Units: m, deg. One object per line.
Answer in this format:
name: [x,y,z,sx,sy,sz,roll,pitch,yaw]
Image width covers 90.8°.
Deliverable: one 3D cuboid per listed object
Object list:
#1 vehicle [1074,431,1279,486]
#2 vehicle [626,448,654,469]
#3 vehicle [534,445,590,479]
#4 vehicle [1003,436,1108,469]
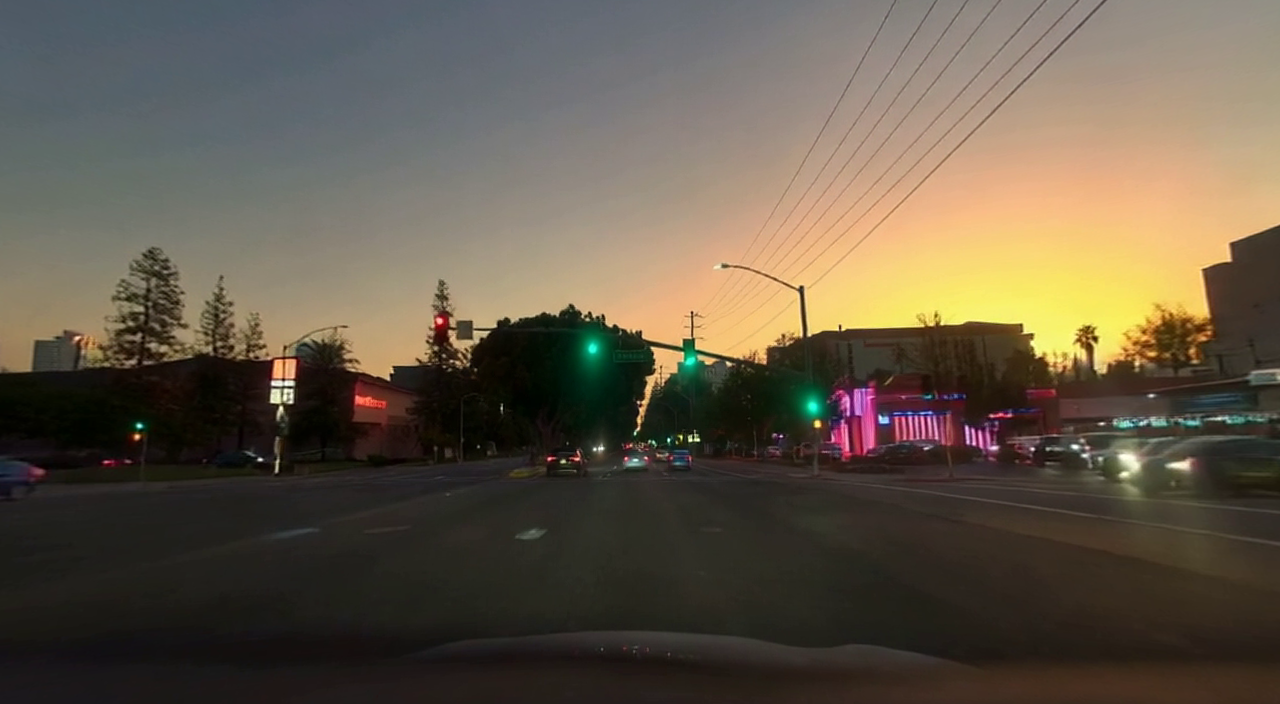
vehicle: [16.567,3.238,19.351,4.810,1.529,2.142,-2,-9,9]
vehicle: [-0.038,8.022,47.712,2.072,1.473,4.139,0,-9,-1]
vehicle: [-3.736,5.388,31.288,2.035,1.564,4.702,-1,-8,2]
vehicle: [20.764,5.049,31.891,1.967,1.540,4.966,0,-8,1]
